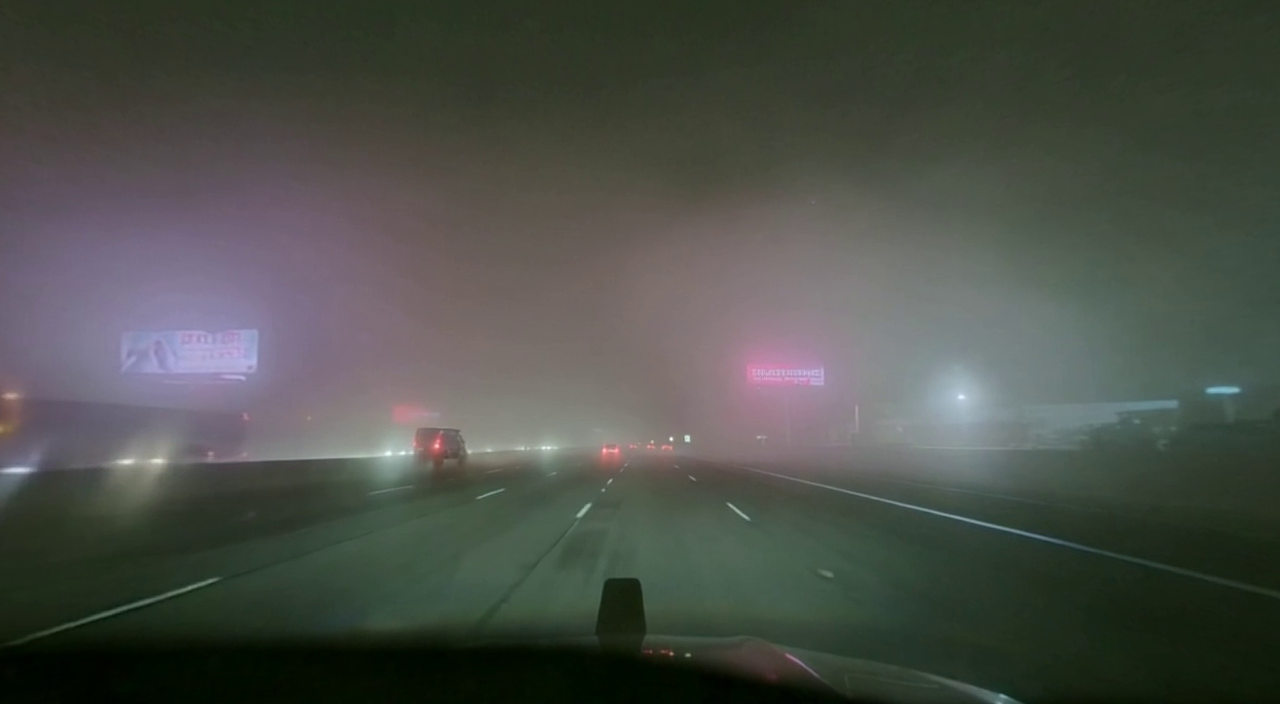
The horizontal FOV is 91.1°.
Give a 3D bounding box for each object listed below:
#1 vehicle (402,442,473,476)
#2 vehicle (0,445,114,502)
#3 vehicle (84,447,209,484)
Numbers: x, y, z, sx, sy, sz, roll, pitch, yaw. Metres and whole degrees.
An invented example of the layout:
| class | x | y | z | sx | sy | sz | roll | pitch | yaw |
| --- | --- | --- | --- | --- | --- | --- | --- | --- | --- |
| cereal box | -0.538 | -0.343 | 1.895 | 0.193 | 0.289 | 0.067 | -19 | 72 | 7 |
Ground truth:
| class | x | y | z | sx | sy | sz | roll | pitch | yaw |
| --- | --- | --- | --- | --- | --- | --- | --- | --- | --- |
| vehicle | -9.879 | 5.253 | 31.044 | 1.974 | 1.513 | 4.584 | 0 | -9 | 0 |
| vehicle | -18.551 | 3.560 | 18.656 | 1.893 | 1.558 | 4.498 | 0 | -9 | 0 |
| vehicle | -22.203 | 5.084 | 28.515 | 1.933 | 1.523 | 4.565 | 0 | -9 | 1 |
